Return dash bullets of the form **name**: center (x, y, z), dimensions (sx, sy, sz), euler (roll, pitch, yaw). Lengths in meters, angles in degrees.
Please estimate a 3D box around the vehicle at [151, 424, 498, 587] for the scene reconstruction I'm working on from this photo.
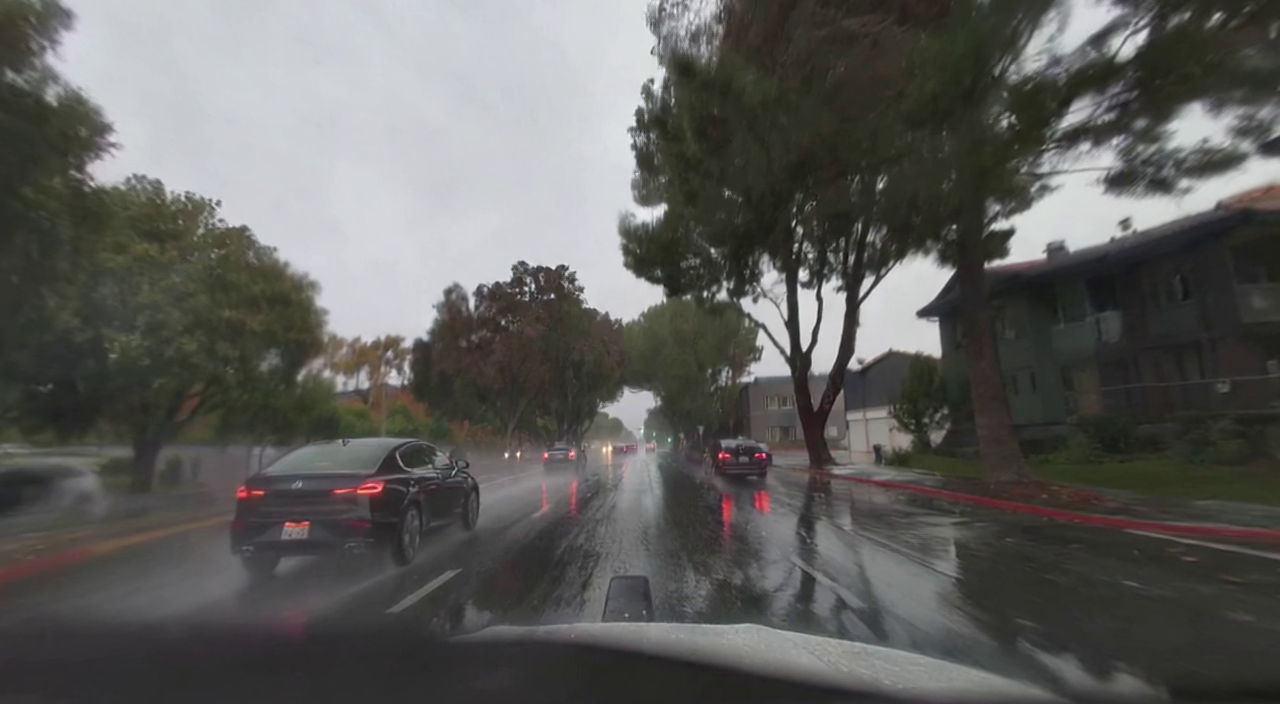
- **vehicle**: center (-3.413, 1.737, 8.047), dimensions (2.053, 1.480, 4.381), euler (0, -8, 2)

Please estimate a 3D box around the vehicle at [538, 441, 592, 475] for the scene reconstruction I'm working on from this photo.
- **vehicle**: center (-3.547, 5.085, 30.576), dimensions (1.988, 1.497, 4.404), euler (0, -8, 2)

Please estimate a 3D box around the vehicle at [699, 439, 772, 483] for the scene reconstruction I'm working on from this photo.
- **vehicle**: center (3.476, 4.066, 23.883), dimensions (2.010, 1.486, 4.498), euler (0, -8, -1)
